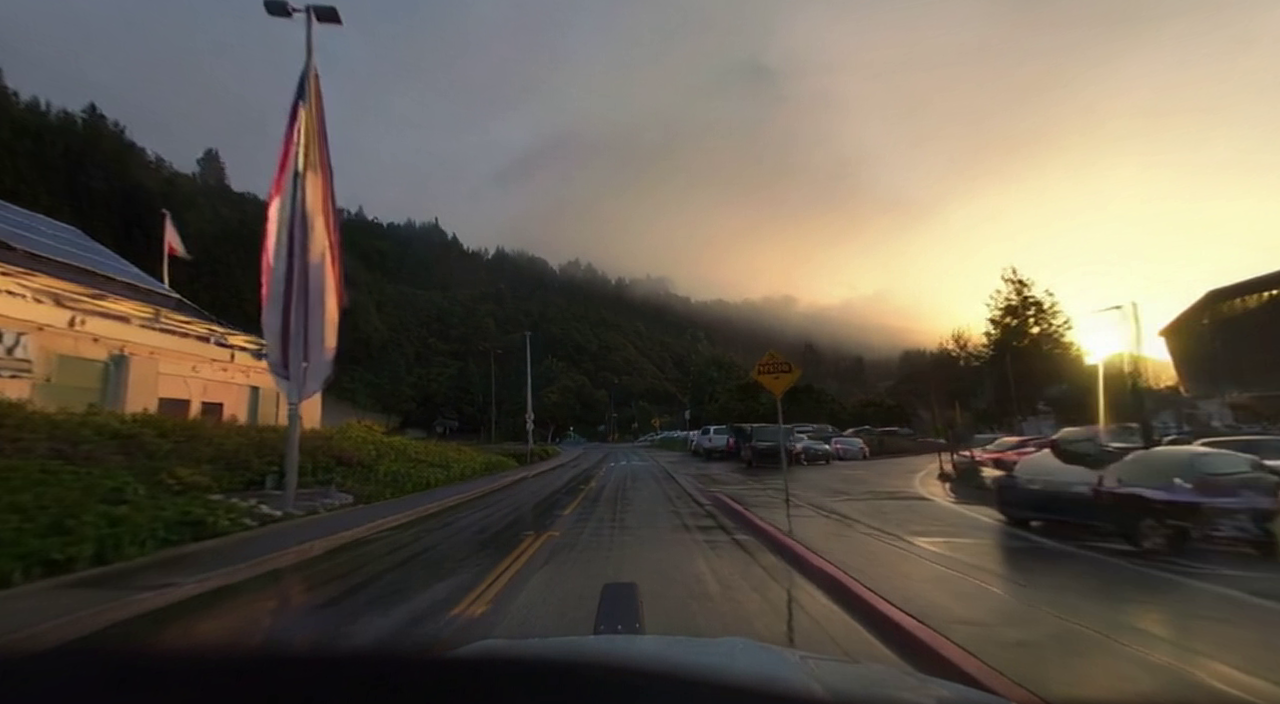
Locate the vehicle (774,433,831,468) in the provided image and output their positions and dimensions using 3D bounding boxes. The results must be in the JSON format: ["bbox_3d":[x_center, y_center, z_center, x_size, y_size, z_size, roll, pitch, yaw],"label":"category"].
[{"bbox_3d":[8.511,5.230,33.367,1.924,1.713,4.627,-1,-9,2],"label":"vehicle"}]

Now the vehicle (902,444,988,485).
[{"bbox_3d":[11.850,4.363,24.667,1.666,1.476,3.216,0,-9,-1],"label":"vehicle"}]

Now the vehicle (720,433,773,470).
[{"bbox_3d":[5.718,5.389,34.151,1.977,1.860,4.237,0,-9,-2],"label":"vehicle"}]

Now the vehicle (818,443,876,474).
[{"bbox_3d":[11.011,5.684,33.731,1.819,1.494,3.834,0,-9,1],"label":"vehicle"}]

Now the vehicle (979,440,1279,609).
[{"bbox_3d":[7.055,2.160,8.959,1.961,1.648,4.260,-1,-7,-1],"label":"vehicle"}]
